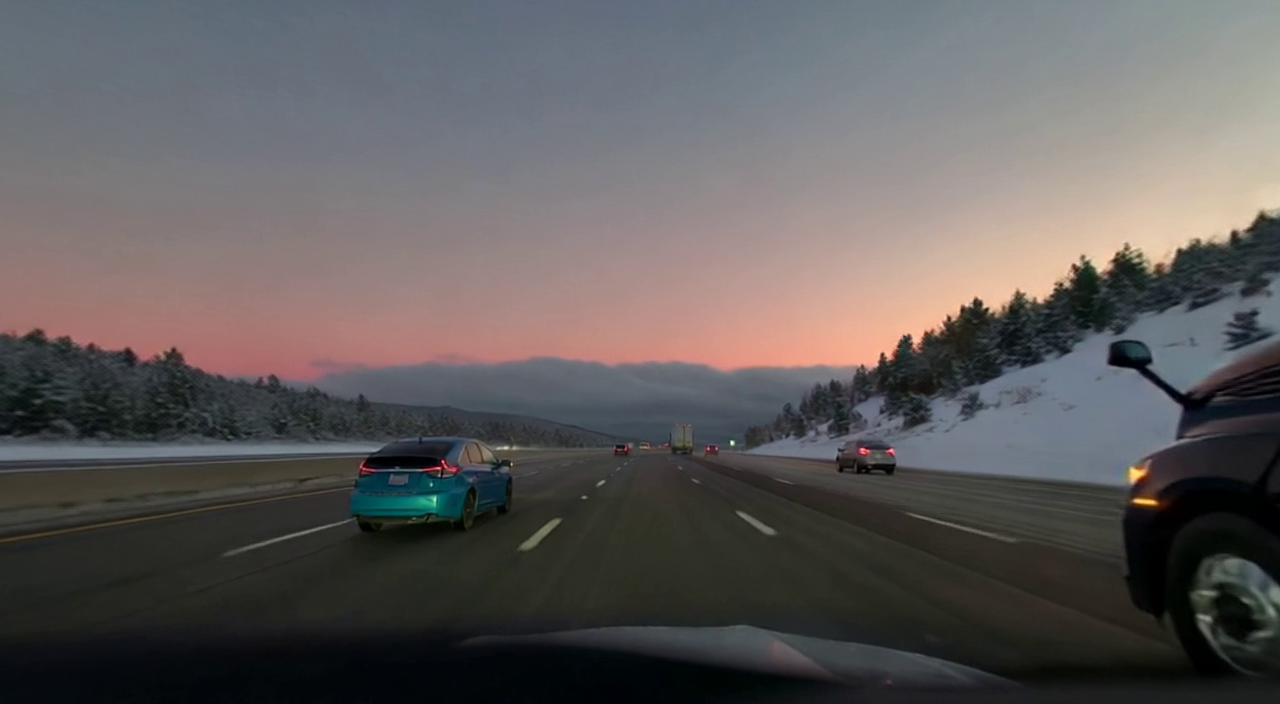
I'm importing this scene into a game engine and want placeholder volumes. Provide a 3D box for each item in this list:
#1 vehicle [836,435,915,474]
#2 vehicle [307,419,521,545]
[{"bbox_3d":[11.301,4.960,30.536,2.062,1.736,4.589,0,-8,0],"label":"vehicle"},{"bbox_3d":[-3.297,1.969,10.112,1.967,1.615,3.886,0,-8,0],"label":"vehicle"}]
